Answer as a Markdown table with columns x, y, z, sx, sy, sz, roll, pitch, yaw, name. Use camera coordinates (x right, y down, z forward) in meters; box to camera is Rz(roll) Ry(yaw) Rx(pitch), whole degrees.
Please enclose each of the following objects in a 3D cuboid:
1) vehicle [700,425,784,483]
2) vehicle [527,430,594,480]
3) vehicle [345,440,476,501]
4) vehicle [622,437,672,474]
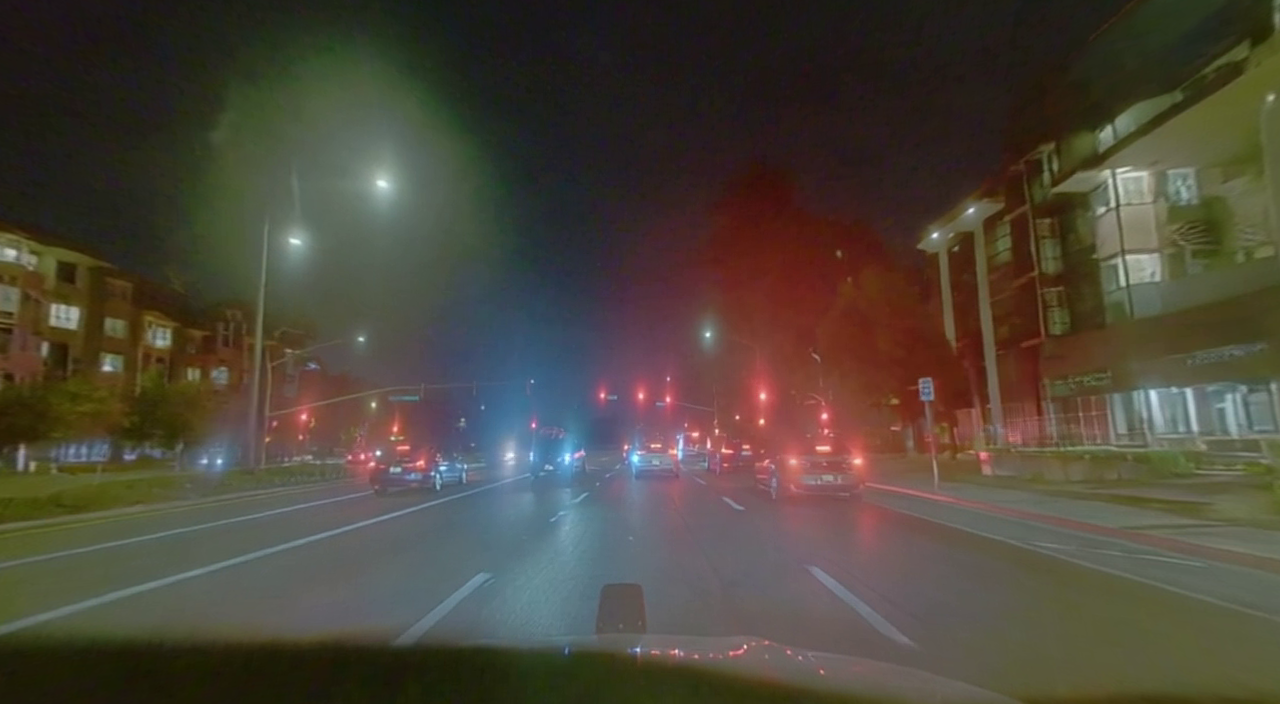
| x | y | z | sx | sy | sz | roll | pitch | yaw | name |
| --- | --- | --- | --- | --- | --- | --- | --- | --- | --- |
| 3.484 | 3.599 | 22.432 | 2.141 | 1.833 | 4.704 | 0 | -8 | -1 | vehicle |
| -2.931 | 3.916 | 24.087 | 1.912 | 1.703 | 4.261 | 0 | -8 | 2 | vehicle |
| -6.233 | 3.240 | 17.736 | 1.926 | 1.465 | 4.620 | 0 | -8 | 0 | vehicle |
| 0.278 | 4.415 | 27.066 | 2.021 | 1.461 | 3.862 | 0 | -8 | 0 | vehicle |
